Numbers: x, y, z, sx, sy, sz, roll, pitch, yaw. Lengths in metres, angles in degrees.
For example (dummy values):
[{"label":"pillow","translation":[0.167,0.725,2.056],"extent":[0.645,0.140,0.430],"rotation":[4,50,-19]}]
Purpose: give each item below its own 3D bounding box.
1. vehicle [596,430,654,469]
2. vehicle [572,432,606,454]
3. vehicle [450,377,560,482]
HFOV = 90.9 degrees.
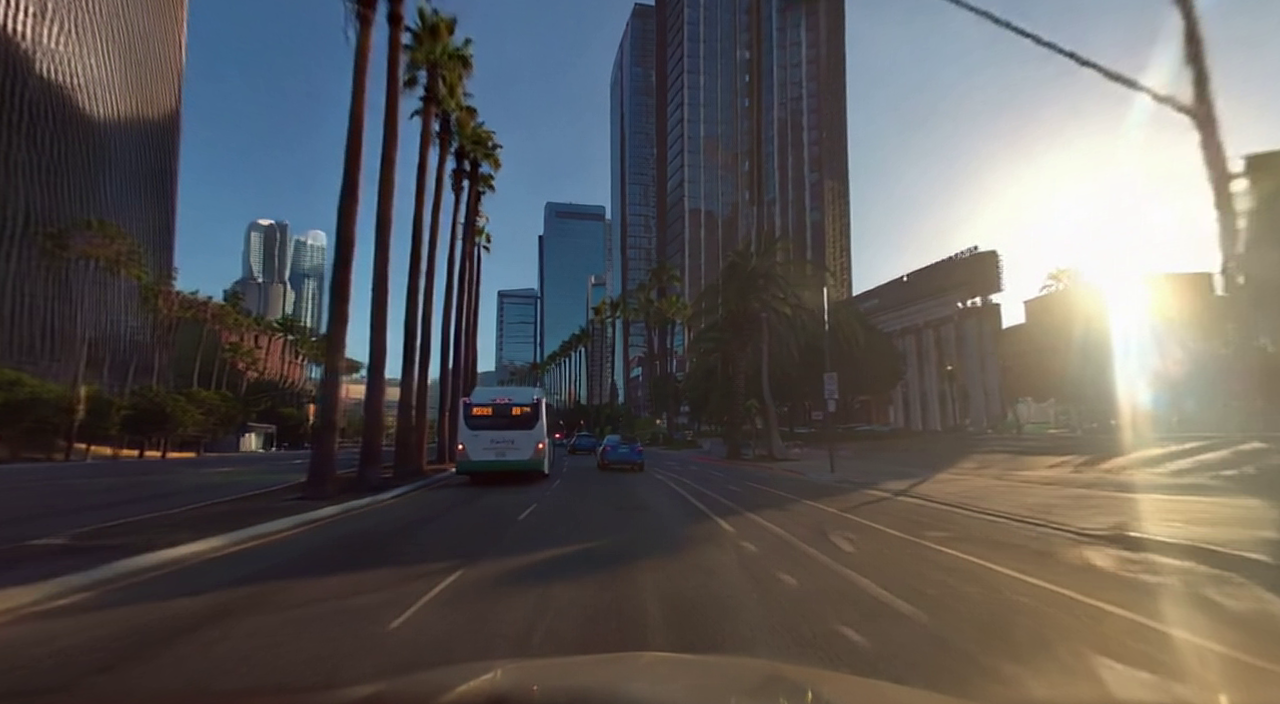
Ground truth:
[{"label":"vehicle","translation":[-0.711,4.085,26.528],"extent":[2.107,1.481,4.097],"rotation":[1,-8,-6]},{"label":"vehicle","translation":[-3.612,6.434,44.392],"extent":[1.993,1.452,3.873],"rotation":[1,-8,-10]},{"label":"vehicle","translation":[-4.449,2.820,22.652],"extent":[2.678,3.042,8.474],"rotation":[0,-8,-4]}]
